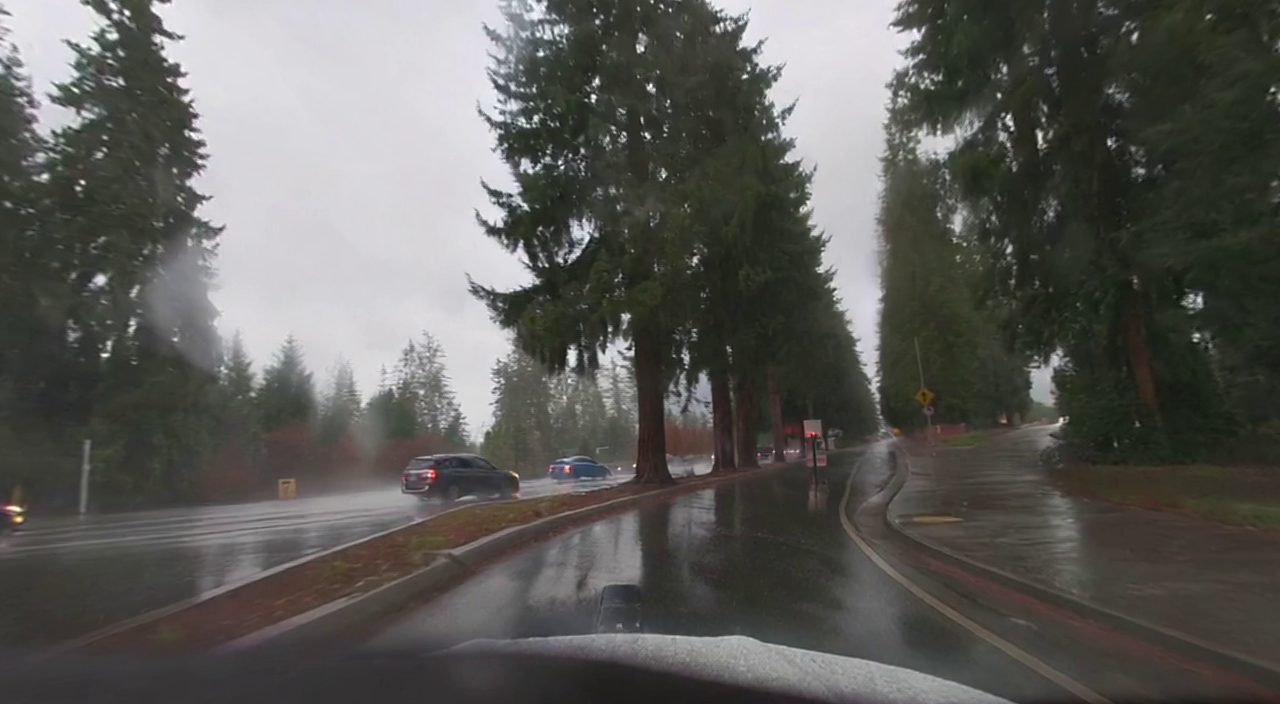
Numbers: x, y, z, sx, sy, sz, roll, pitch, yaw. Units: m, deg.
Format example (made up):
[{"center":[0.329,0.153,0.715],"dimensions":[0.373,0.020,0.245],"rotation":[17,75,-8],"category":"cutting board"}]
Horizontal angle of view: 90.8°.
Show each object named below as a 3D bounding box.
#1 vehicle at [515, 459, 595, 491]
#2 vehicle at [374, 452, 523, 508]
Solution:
[{"center":[-4.442,6.538,33.872],"dimensions":[1.829,1.470,4.460],"rotation":[-6,-10,31],"category":"vehicle"},{"center":[-6.629,4.435,22.520],"dimensions":[2.049,1.699,4.860],"rotation":[-6,-10,32],"category":"vehicle"}]
